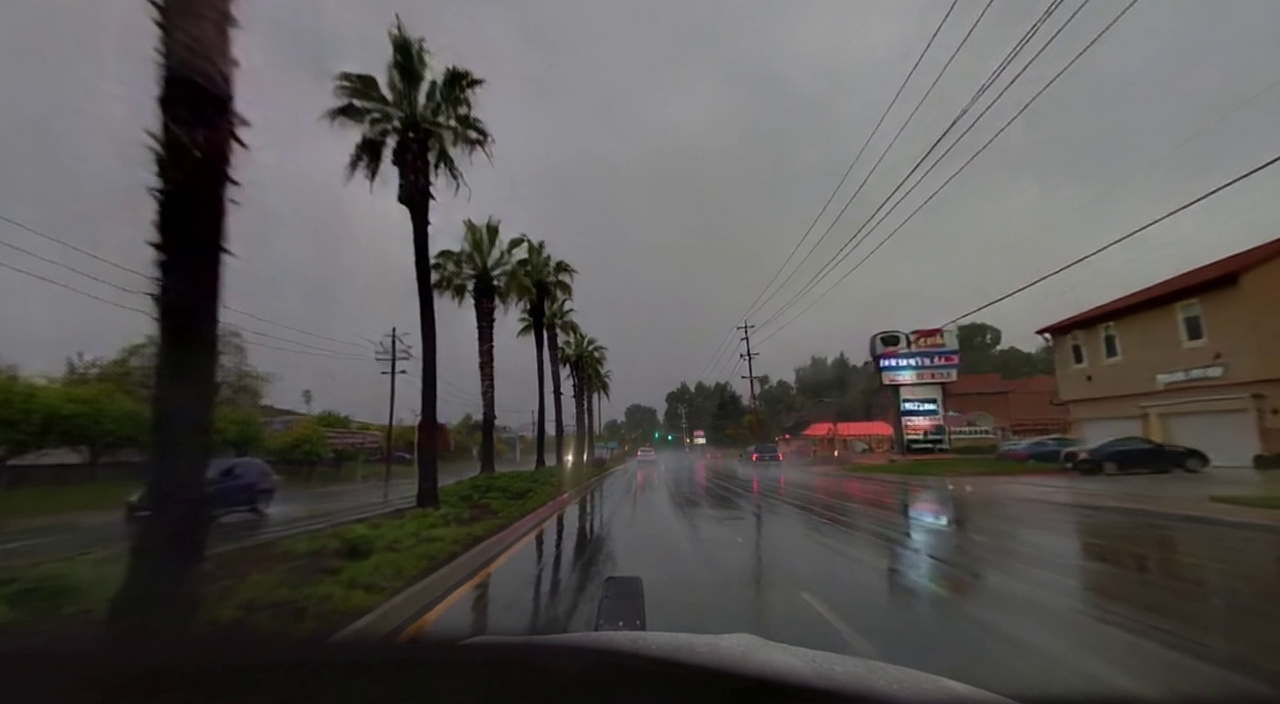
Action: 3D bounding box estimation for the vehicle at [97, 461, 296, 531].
[{"bbox_3d":[-11.470,3.721,16.821,1.942,1.497,4.582,0,-9,1],"label":"vehicle"}]

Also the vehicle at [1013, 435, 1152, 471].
[{"bbox_3d":[20.212,4.651,28.951,4.728,1.520,2.107,-1,-9,1],"label":"vehicle"}]

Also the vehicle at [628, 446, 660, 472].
[{"bbox_3d":[0.282,7.340,43.412,2.138,1.702,4.168,0,-9,1],"label":"vehicle"}]

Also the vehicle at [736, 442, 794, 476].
[{"bbox_3d":[6.791,5.873,34.808,2.252,1.718,4.617,0,-9,0],"label":"vehicle"}]

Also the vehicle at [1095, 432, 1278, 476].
[{"bbox_3d":[19.950,3.740,23.168,4.768,1.512,1.986,0,-9,1],"label":"vehicle"}]
